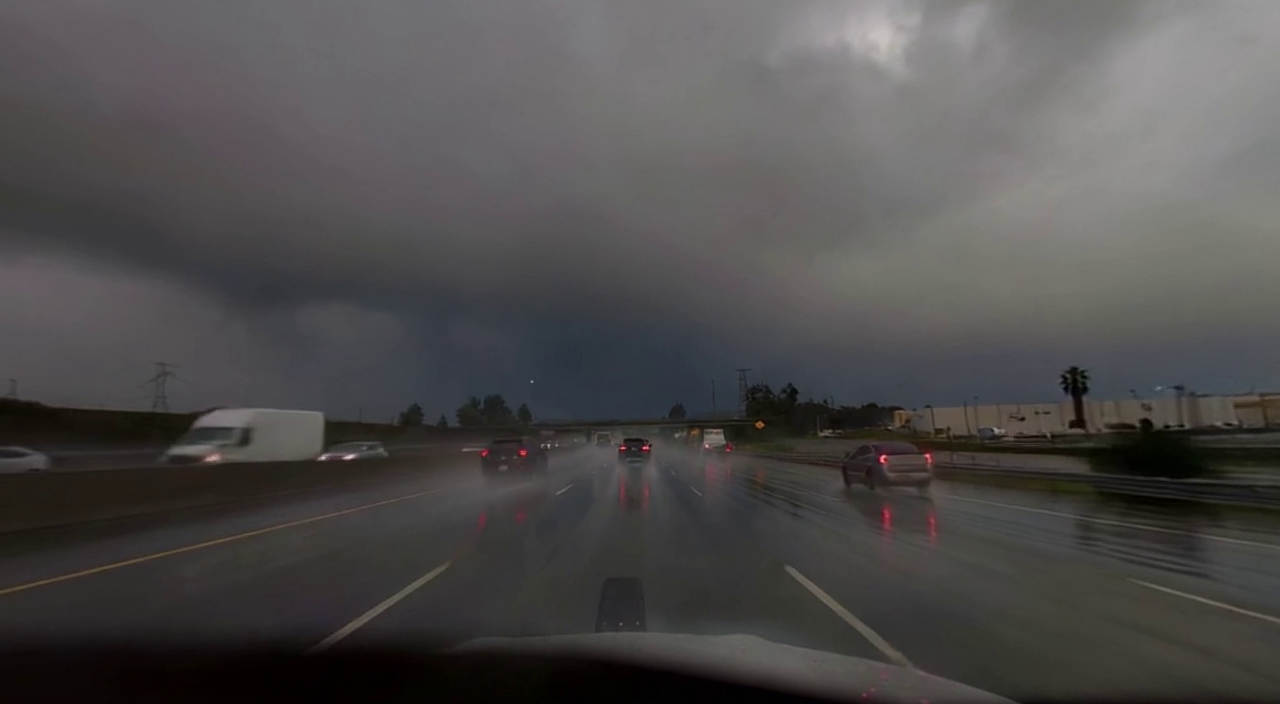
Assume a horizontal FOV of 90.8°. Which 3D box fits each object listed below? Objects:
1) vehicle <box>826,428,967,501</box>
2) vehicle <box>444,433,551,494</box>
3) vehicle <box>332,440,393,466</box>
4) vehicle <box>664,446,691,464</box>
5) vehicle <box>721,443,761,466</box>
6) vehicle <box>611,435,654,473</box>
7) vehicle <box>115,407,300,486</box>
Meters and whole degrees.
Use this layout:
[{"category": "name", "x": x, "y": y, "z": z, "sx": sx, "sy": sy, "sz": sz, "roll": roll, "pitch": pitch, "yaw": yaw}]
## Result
[{"category": "vehicle", "x": 6.574, "y": 2.927, "z": 16.779, "sx": 1.944, "sy": 1.666, "sz": 4.184, "roll": 0, "pitch": -9, "yaw": 0}, {"category": "vehicle", "x": -4.188, "y": 3.354, "z": 19.443, "sx": 2.126, "sy": 1.631, "sz": 4.643, "roll": 0, "pitch": -9, "yaw": 1}, {"category": "vehicle", "x": -21.387, "y": 7.812, "z": 48.954, "sx": 2.093, "sy": 1.851, "sz": 5.667, "roll": 0, "pitch": -8, "yaw": 0}, {"category": "vehicle", "x": 2.910, "y": 8.085, "z": 49.803, "sx": 1.816, "sy": 1.353, "sz": 3.809, "roll": 0, "pitch": -8, "yaw": -1}, {"category": "vehicle", "x": 6.714, "y": 6.898, "z": 42.567, "sx": 1.879, "sy": 1.428, "sz": 4.402, "roll": 0, "pitch": -9, "yaw": -1}, {"category": "vehicle", "x": -0.366, "y": 5.082, "z": 31.686, "sx": 2.002, "sy": 1.759, "sz": 4.658, "roll": 0, "pitch": -8, "yaw": 0}, {"category": "vehicle", "x": -13.671, "y": 3.063, "z": 20.511, "sx": 2.393, "sy": 2.225, "sz": 4.996, "roll": 0, "pitch": -9, "yaw": 0}]
